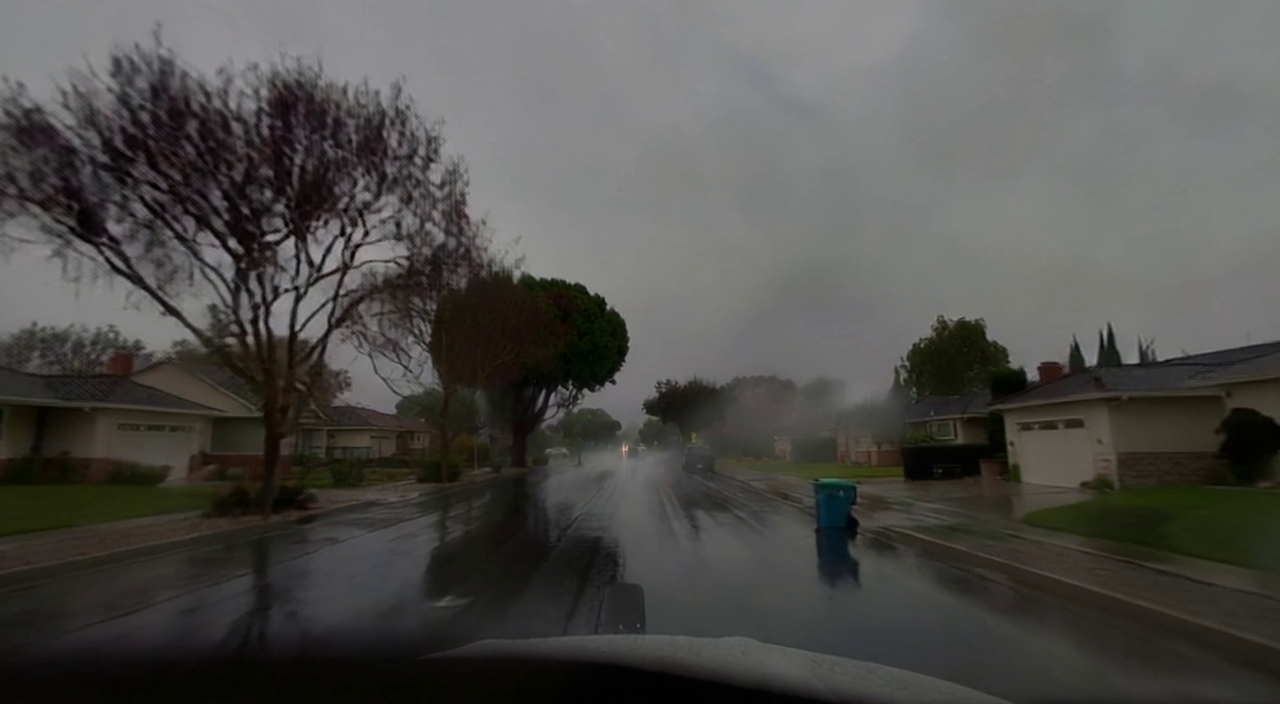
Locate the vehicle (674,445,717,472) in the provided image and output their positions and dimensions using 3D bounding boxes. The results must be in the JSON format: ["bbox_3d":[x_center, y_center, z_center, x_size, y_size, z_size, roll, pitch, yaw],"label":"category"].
[{"bbox_3d":[3.422,6.673,39.713,2.136,1.596,4.790,0,-9,-2],"label":"vehicle"}]
